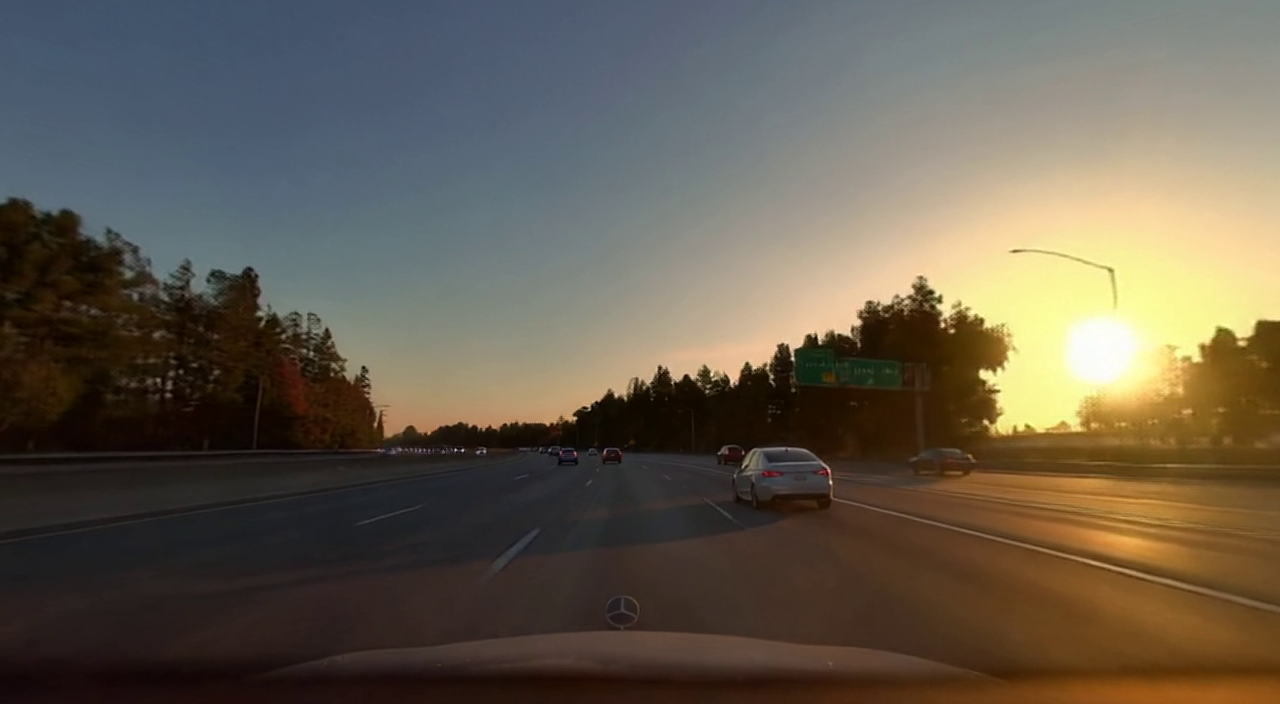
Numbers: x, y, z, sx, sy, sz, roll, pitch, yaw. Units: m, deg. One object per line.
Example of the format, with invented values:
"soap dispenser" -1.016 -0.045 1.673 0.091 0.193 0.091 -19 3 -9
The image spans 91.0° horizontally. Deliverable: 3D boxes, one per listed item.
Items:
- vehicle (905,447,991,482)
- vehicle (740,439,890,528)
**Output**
"vehicle" 14.300 5.223 29.532 1.878 1.486 4.636 0 -9 3
"vehicle" 3.418 2.644 13.152 1.975 1.562 3.823 0 -9 -1
